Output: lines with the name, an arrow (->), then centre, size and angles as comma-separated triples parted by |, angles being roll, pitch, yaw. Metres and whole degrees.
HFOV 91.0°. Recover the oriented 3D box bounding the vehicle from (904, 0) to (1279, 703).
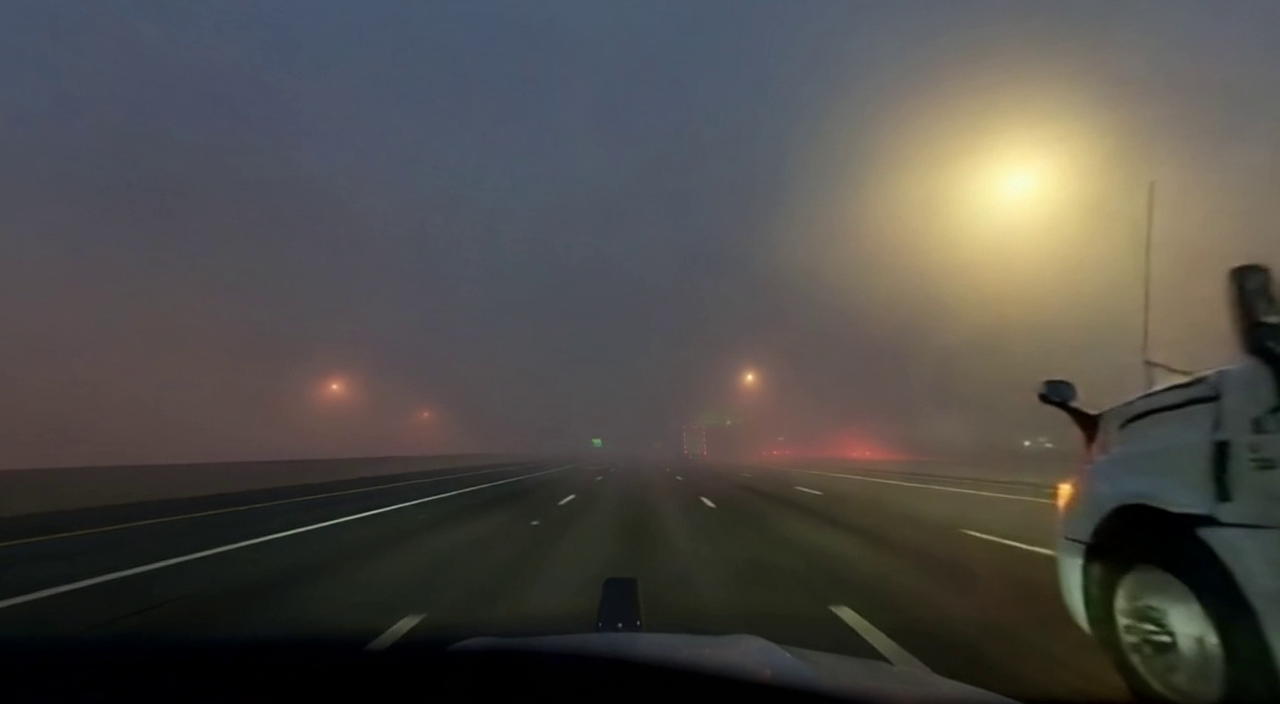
vehicle -> 3.457, -0.530, 0.457 | 2.998, 3.820, 8.356 | 0, -9, 1
